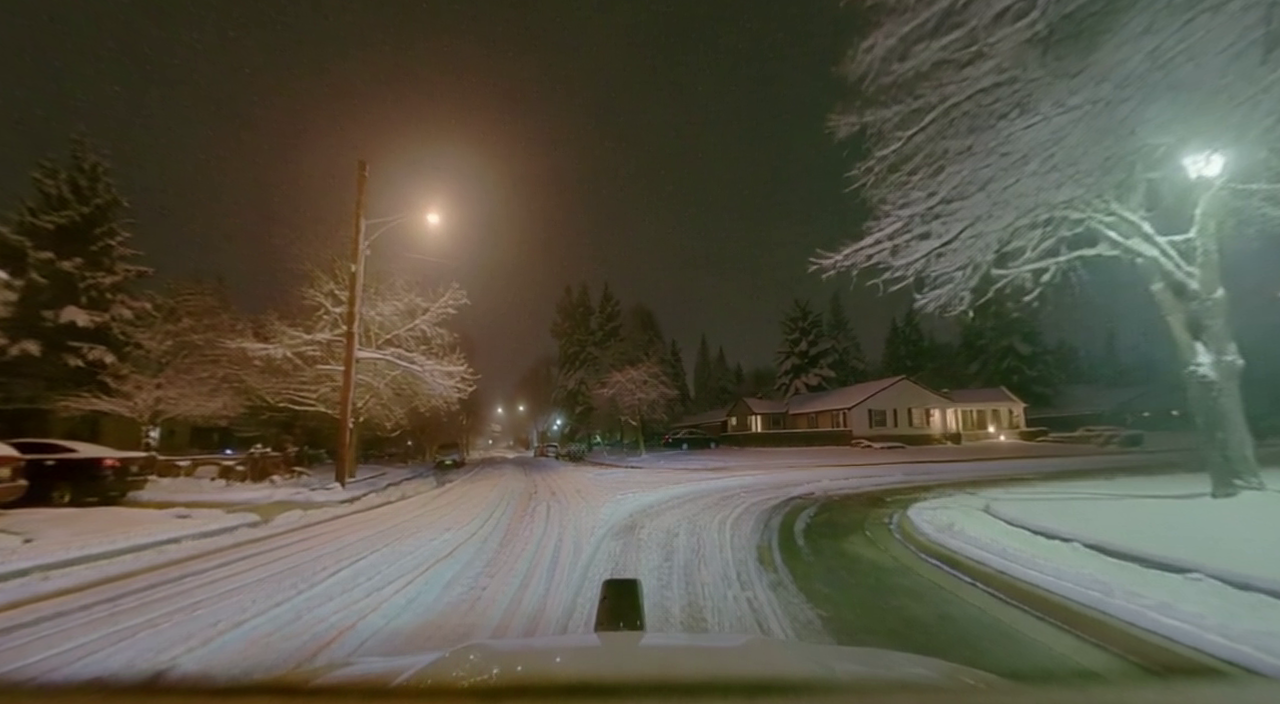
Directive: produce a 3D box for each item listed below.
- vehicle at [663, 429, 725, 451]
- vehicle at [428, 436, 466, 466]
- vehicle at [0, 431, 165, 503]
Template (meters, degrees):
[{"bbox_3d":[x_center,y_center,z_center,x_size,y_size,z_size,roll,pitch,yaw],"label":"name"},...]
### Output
[{"bbox_3d":[4.047,6.609,47.427,4.241,1.597,1.833,2,-9,-14],"label":"vehicle"},{"bbox_3d":[-12.577,6.481,41.387,2.152,1.826,4.725,2,-9,-15],"label":"vehicle"},{"bbox_3d":[-14.807,2.819,15.634,4.313,1.644,2.024,2,-9,-14],"label":"vehicle"}]
